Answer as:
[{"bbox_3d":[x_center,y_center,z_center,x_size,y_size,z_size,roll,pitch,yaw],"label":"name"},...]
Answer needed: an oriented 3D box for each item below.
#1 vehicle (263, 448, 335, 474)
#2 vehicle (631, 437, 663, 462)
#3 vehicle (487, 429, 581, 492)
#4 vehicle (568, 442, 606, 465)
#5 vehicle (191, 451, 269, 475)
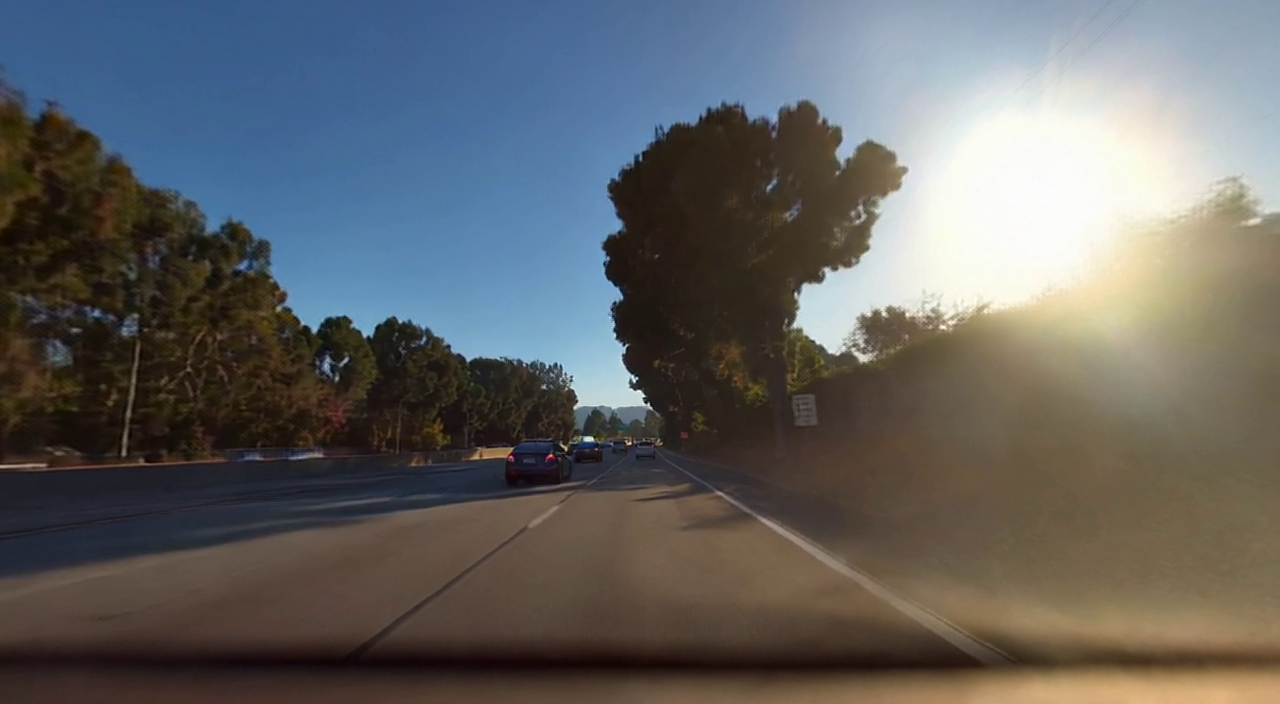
[{"bbox_3d":[-20.988,6.708,38.859,1.797,1.472,4.619,0,-8,1],"label":"vehicle"},{"bbox_3d":[0.499,7.201,46.477,2.285,1.797,4.478,0,-8,0],"label":"vehicle"},{"bbox_3d":[-3.099,3.280,19.306,2.056,1.679,4.204,0,-8,1],"label":"vehicle"},{"bbox_3d":[-3.428,6.668,41.479,2.055,1.431,3.921,0,-8,1],"label":"vehicle"},{"bbox_3d":[-27.604,7.452,42.500,1.872,1.481,4.867,0,-8,2],"label":"vehicle"}]
